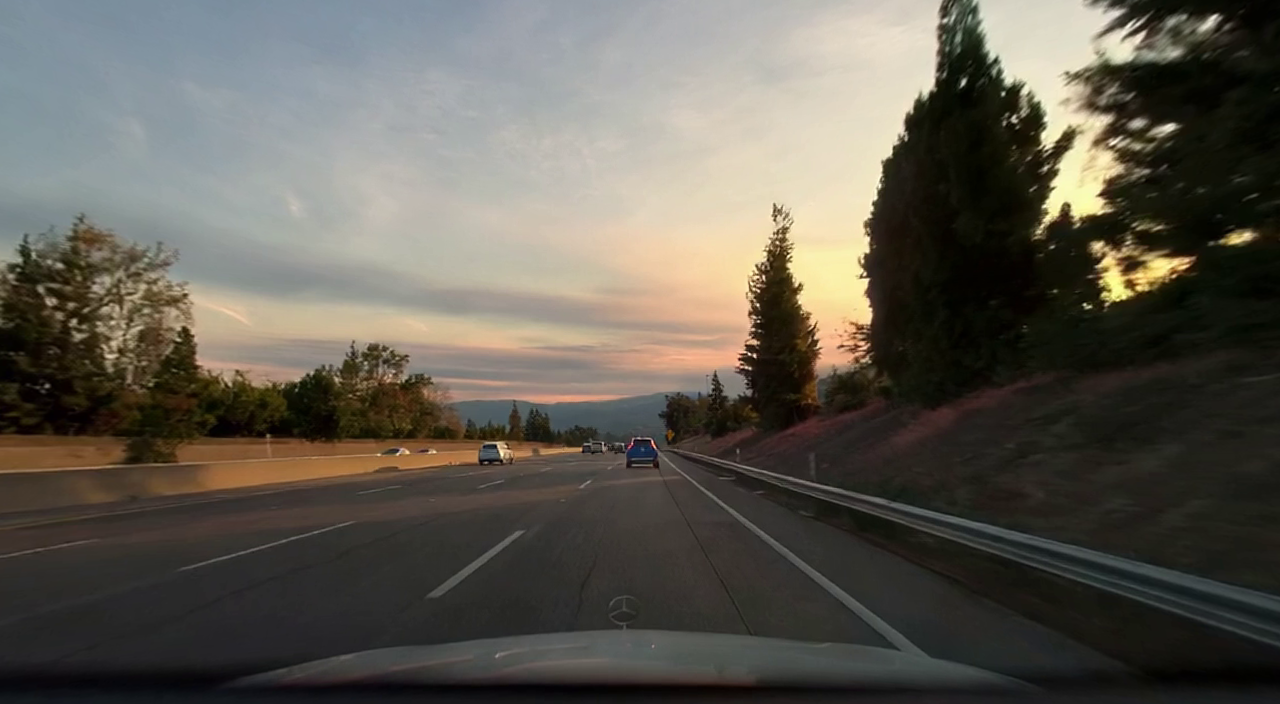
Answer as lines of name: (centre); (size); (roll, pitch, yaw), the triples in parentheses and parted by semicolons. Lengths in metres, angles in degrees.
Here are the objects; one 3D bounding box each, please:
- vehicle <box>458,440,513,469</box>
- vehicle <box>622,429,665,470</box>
vehicle: (-9.860, 6.573, 40.728); (2.204, 1.770, 5.016); (0, -8, 1)
vehicle: (0.186, 5.583, 36.160); (2.318, 2.145, 4.561); (0, -8, 0)
